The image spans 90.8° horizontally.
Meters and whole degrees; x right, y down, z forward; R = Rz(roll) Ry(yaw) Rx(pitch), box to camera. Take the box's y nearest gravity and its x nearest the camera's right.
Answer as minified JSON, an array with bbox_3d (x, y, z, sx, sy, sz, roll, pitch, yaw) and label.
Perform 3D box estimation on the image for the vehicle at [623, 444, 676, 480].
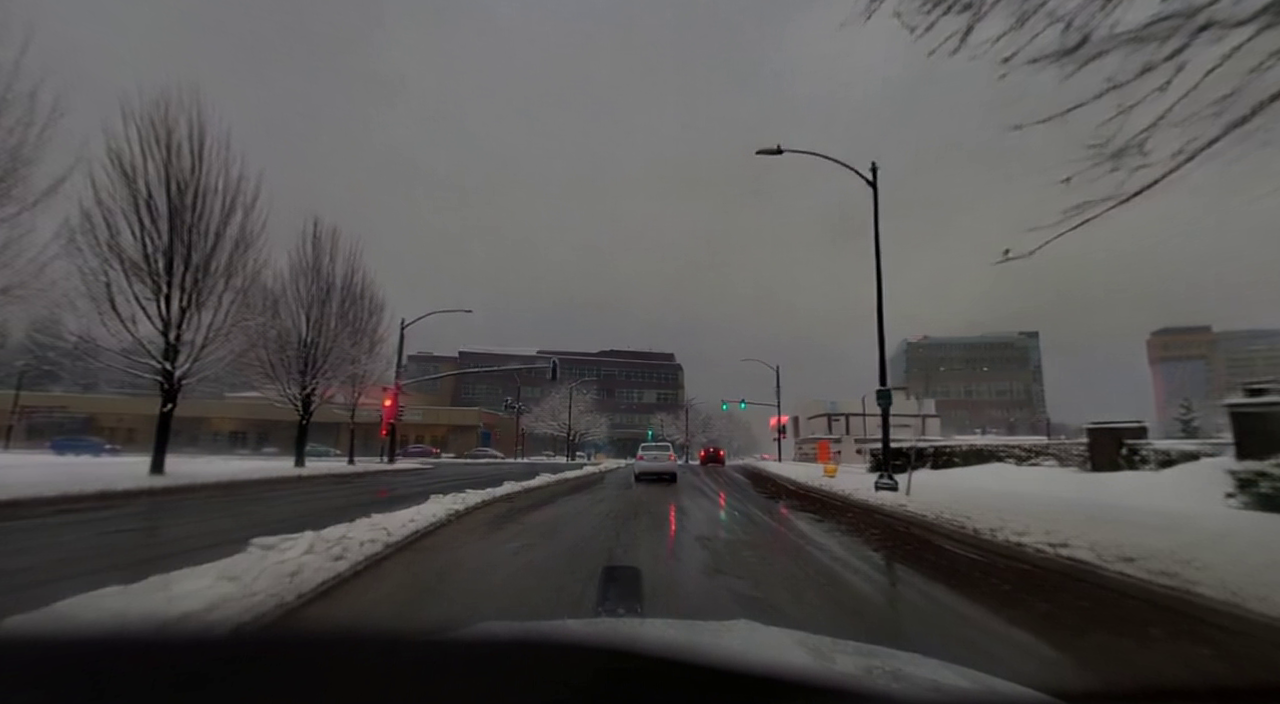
[{"bbox_3d":[0.493,4.941,28.664,2.173,1.479,4.264,-1,-9,4],"label":"vehicle"}]
